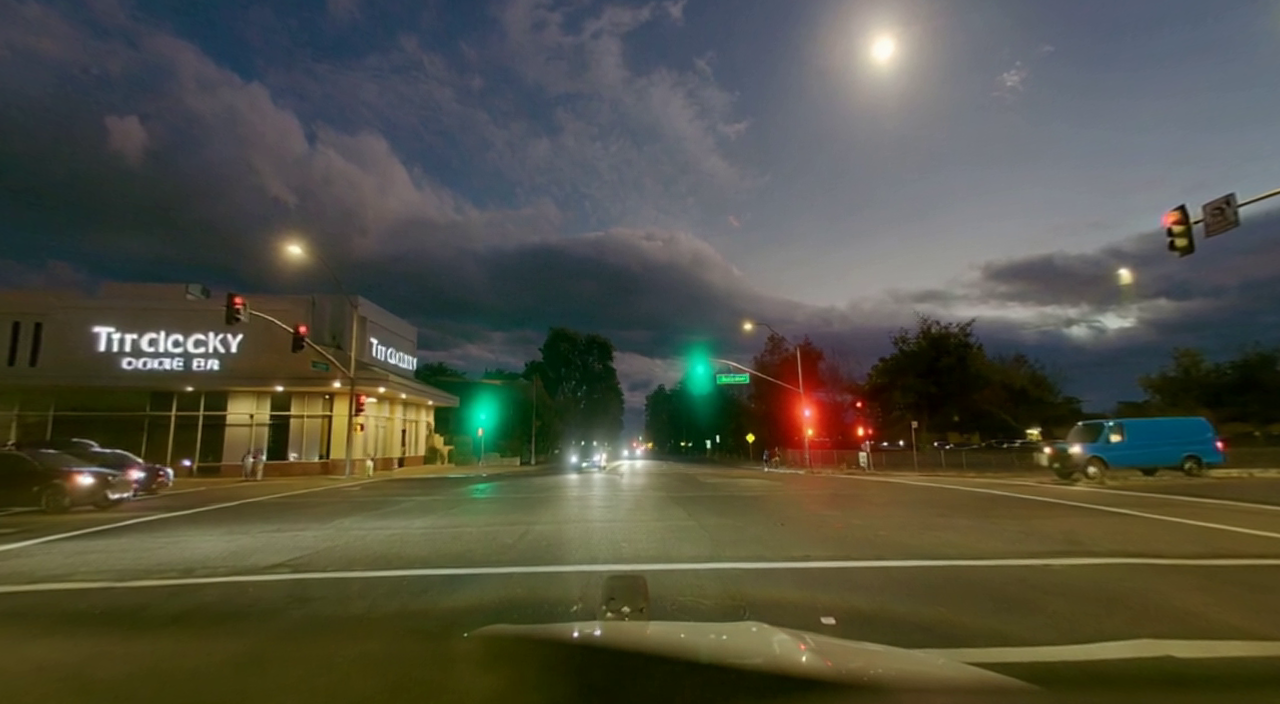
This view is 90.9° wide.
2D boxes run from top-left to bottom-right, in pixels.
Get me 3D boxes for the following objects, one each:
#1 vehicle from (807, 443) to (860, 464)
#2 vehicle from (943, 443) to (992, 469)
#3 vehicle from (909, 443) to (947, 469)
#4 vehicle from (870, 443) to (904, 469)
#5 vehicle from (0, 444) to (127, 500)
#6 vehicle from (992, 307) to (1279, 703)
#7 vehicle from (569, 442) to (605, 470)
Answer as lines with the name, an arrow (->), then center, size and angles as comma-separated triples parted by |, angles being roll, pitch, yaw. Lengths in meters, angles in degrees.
vehicle -> 14.984, 7.879, 49.080 | 1.924, 1.579, 4.084 | 3, -9, -18
vehicle -> 20.485, 6.490, 39.628 | 2.066, 1.488, 4.158 | -3, -9, 19
vehicle -> 18.188, 6.539, 39.926 | 1.791, 1.520, 3.649 | -3, -9, 19
vehicle -> 15.833, 6.620, 40.378 | 1.875, 1.543, 3.853 | -3, -9, 22
vehicle -> -18.061, 3.435, 18.282 | 4.686, 1.500, 1.935 | 0, -8, 2
vehicle -> 2.880, 0.598, 0.878 | 2.048, 1.725, 4.754 | 0, -8, 1
vehicle -> -3.301, 6.562, 39.836 | 1.961, 1.658, 4.064 | 0, -8, 0
